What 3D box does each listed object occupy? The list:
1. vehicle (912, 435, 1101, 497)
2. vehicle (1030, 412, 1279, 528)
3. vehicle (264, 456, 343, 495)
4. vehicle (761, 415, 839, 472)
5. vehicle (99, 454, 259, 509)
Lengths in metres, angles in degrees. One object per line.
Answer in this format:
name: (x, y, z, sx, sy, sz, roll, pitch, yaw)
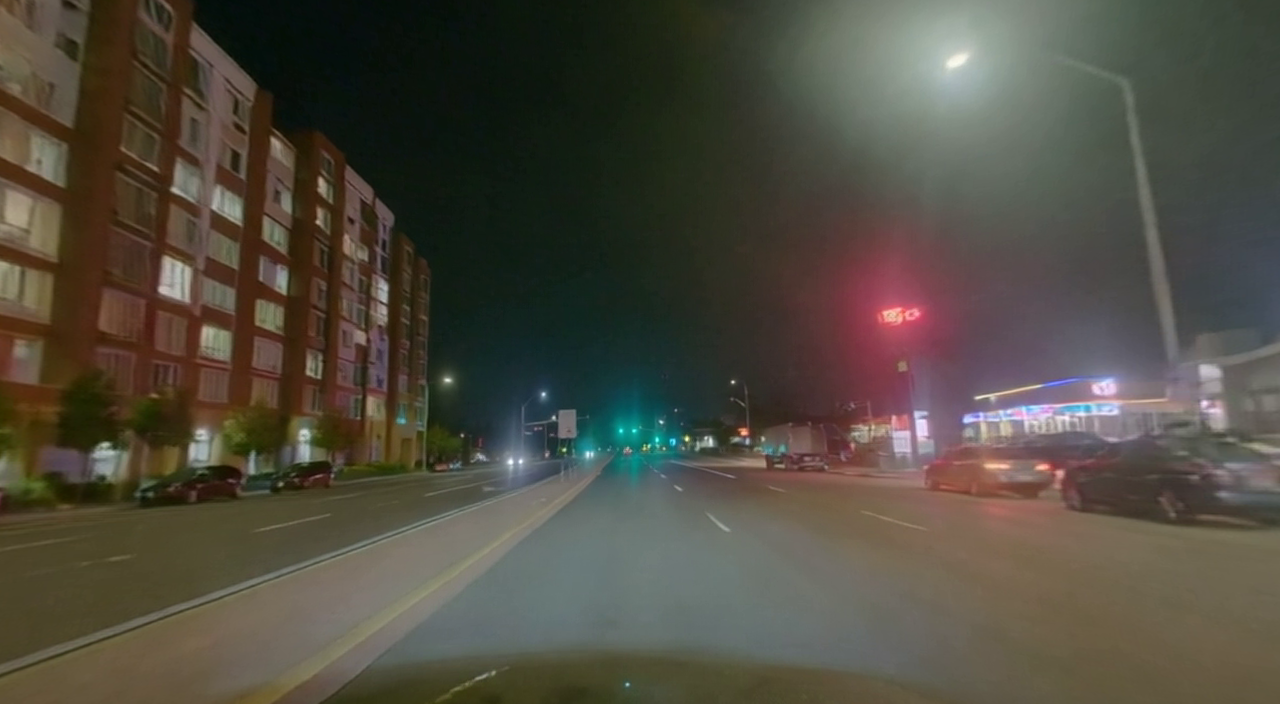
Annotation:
vehicle: (10.128, 3.209, 18.098, 2.170, 1.492, 5.038, 1, -9, -3)
vehicle: (10.125, 2.121, 11.908, 2.183, 1.698, 5.010, 0, -9, -2)
vehicle: (-19.310, 7.051, 36.477, 2.042, 1.773, 4.914, -4, -8, -2)
vehicle: (9.832, 5.742, 39.652, 2.917, 3.205, 6.985, 0, -8, -1)
vehicle: (-19.113, 5.343, 26.693, 2.247, 1.820, 5.907, -3, -8, 2)
